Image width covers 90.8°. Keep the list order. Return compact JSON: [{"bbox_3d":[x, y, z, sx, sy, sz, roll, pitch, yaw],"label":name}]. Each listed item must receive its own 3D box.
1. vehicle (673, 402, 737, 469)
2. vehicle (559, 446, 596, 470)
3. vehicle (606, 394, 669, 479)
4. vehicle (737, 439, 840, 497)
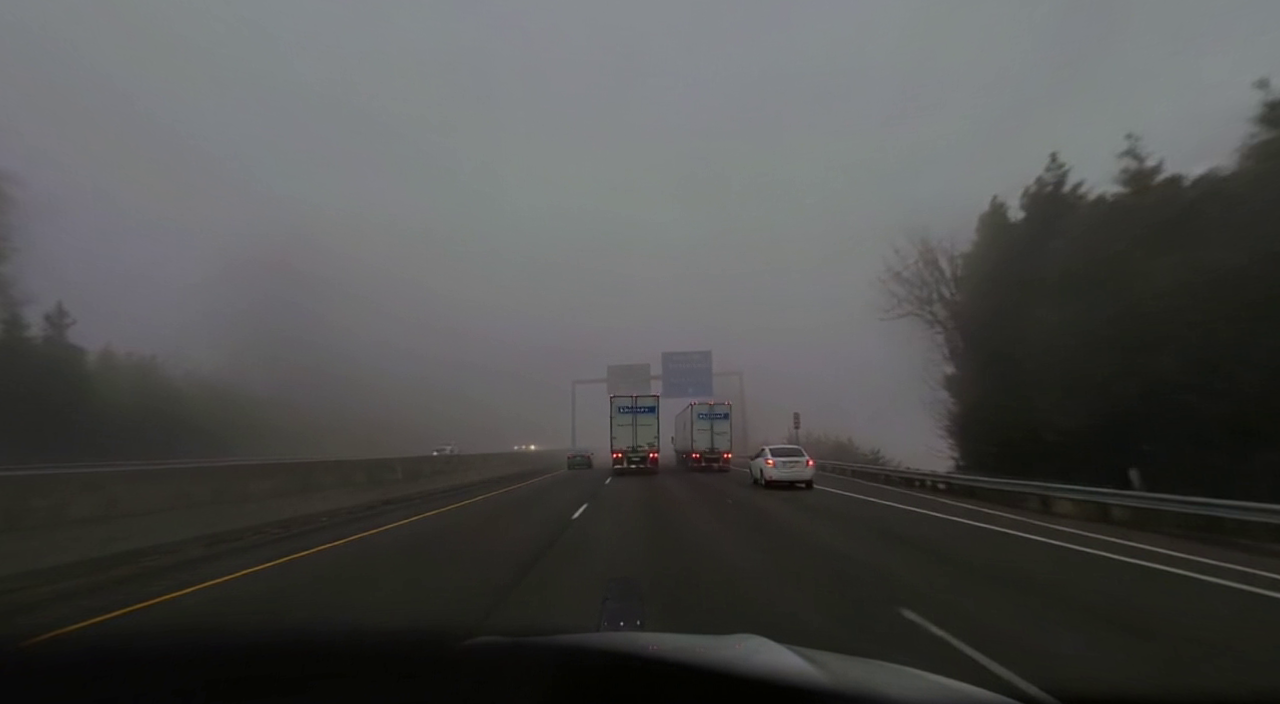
[{"bbox_3d":[4.427,6.313,46.680,3.044,4.128,14.482,0,-9,-1],"label":"vehicle"},{"bbox_3d":[-4.109,7.099,42.418,2.067,1.452,4.085,0,-9,0],"label":"vehicle"},{"bbox_3d":[-0.185,4.540,33.447,2.864,3.805,9.709,0,-9,-1],"label":"vehicle"},{"bbox_3d":[4.411,3.529,19.631,2.086,1.530,4.808,0,-9,1],"label":"vehicle"}]
